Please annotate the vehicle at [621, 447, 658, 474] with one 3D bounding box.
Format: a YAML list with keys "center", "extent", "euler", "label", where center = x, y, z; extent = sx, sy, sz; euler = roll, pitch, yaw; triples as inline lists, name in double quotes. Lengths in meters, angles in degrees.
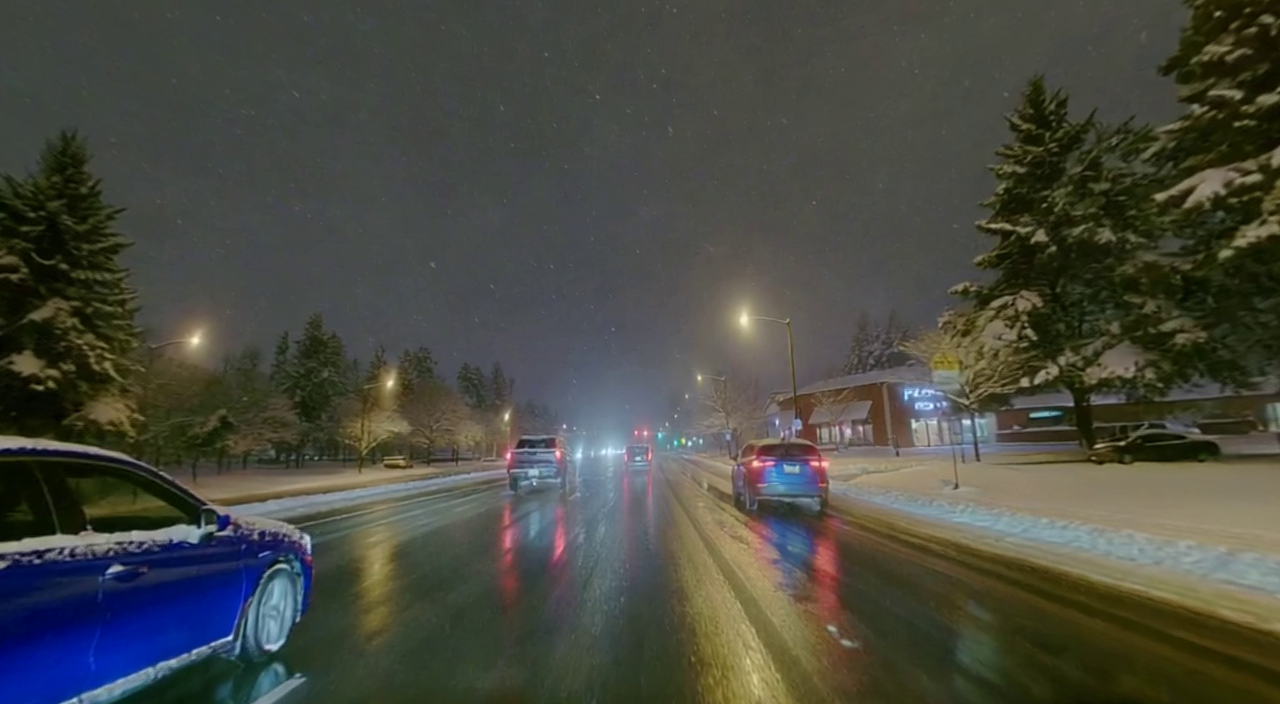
- center: [-0.030, 6.343, 36.951]
  extent: [2.069, 1.445, 3.965]
  euler: [0, -8, 0]
  label: "vehicle"

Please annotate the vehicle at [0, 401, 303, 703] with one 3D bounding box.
- center: [-2.933, 0.782, 1.179]
  extent: [1.956, 1.460, 4.802]
  euler: [0, -8, 0]
  label: "vehicle"

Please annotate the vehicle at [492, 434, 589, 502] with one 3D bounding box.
- center: [-2.874, 3.477, 19.347]
  extent: [2.193, 1.788, 4.603]
  euler: [0, -8, 0]
  label: "vehicle"

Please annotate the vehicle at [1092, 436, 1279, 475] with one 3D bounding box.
- center: [19.797, 3.792, 23.067]
  extent: [4.938, 1.368, 1.842]
  euler: [-1, -9, 4]
  label: "vehicle"

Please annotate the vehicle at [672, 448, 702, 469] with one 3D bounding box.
- center: [3.595, 8.186, 48.742]
  extent: [1.986, 1.494, 4.142]
  euler: [0, -8, -1]
  label: "vehicle"

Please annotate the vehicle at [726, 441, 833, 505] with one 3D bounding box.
- center: [3.613, 3.210, 17.202]
  extent: [1.904, 1.490, 4.299]
  euler: [0, -8, -1]
  label: "vehicle"
